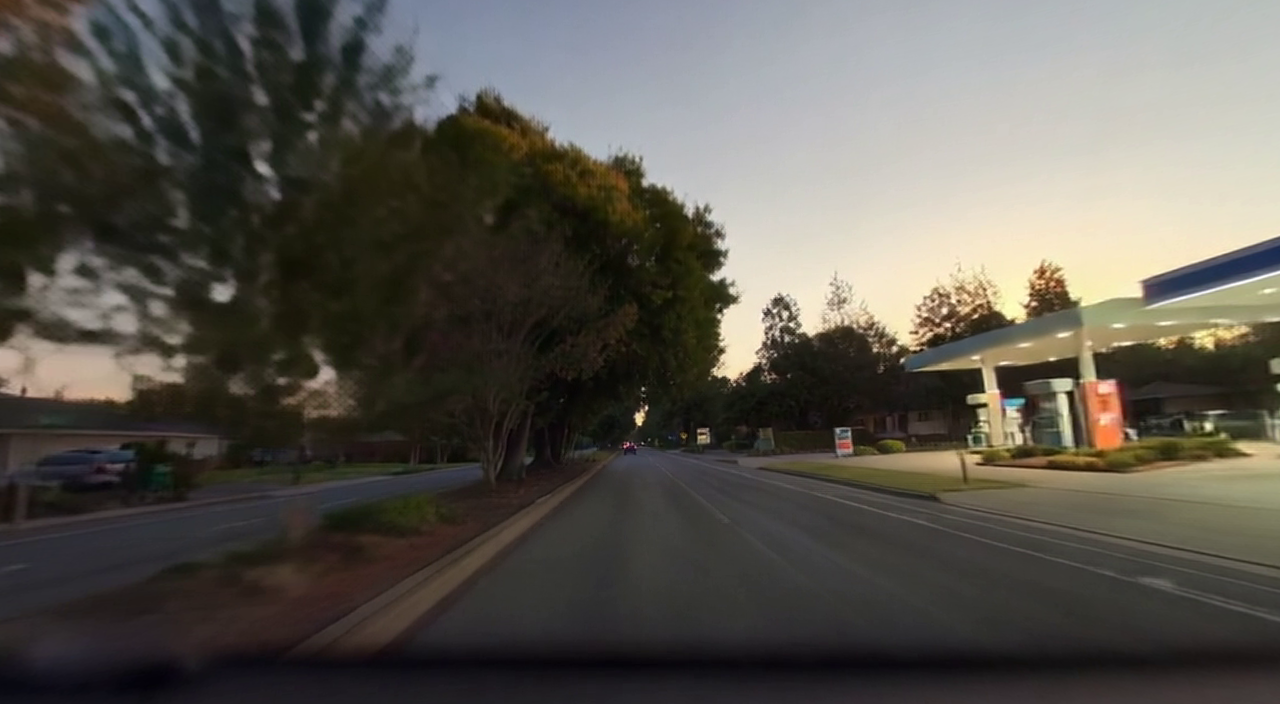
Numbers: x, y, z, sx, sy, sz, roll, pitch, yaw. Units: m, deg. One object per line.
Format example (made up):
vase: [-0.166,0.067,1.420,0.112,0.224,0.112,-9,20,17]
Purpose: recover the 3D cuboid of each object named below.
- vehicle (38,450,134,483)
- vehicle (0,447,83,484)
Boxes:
vehicle: [-30.198,6.228,34.620,1.881,1.444,4.046,-3,-7,-5]
vehicle: [-32.982,5.966,33.662,2.186,1.811,4.848,0,-9,-1]
